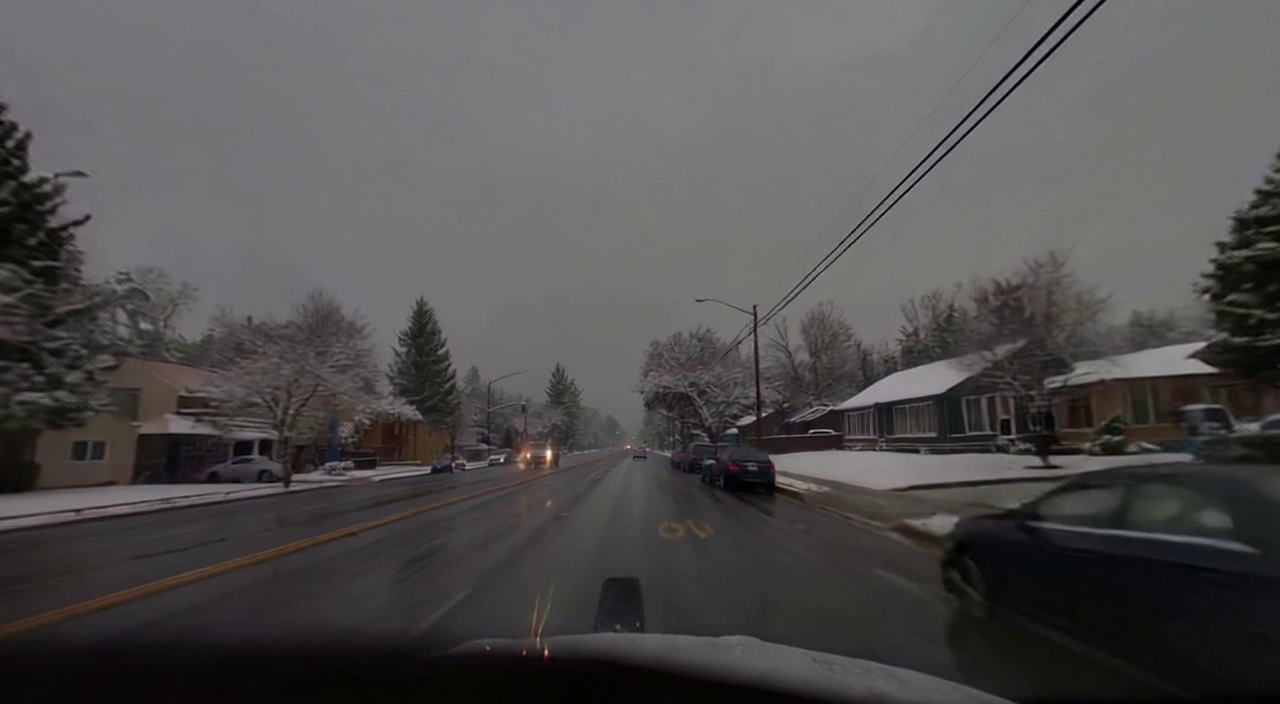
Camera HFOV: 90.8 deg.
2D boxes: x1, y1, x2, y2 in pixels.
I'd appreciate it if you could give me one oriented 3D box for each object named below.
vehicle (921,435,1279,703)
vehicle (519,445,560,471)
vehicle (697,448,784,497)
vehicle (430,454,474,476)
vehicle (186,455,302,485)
[{"bbox_3d":[3.534,1.222,3.488,2.009,1.468,4.414,0,-9,1],"label":"vehicle"},{"bbox_3d":[-7.288,7.743,46.409,2.120,1.726,5.445,0,-9,0],"label":"vehicle"},{"bbox_3d":[3.326,4.105,22.022,2.158,1.477,5.135,0,-9,0],"label":"vehicle"},{"bbox_3d":[-14.050,8.456,47.469,2.021,1.513,4.568,0,-9,-1],"label":"vehicle"},{"bbox_3d":[-21.289,6.337,34.096,4.870,1.529,2.004,0,-9,0],"label":"vehicle"}]
